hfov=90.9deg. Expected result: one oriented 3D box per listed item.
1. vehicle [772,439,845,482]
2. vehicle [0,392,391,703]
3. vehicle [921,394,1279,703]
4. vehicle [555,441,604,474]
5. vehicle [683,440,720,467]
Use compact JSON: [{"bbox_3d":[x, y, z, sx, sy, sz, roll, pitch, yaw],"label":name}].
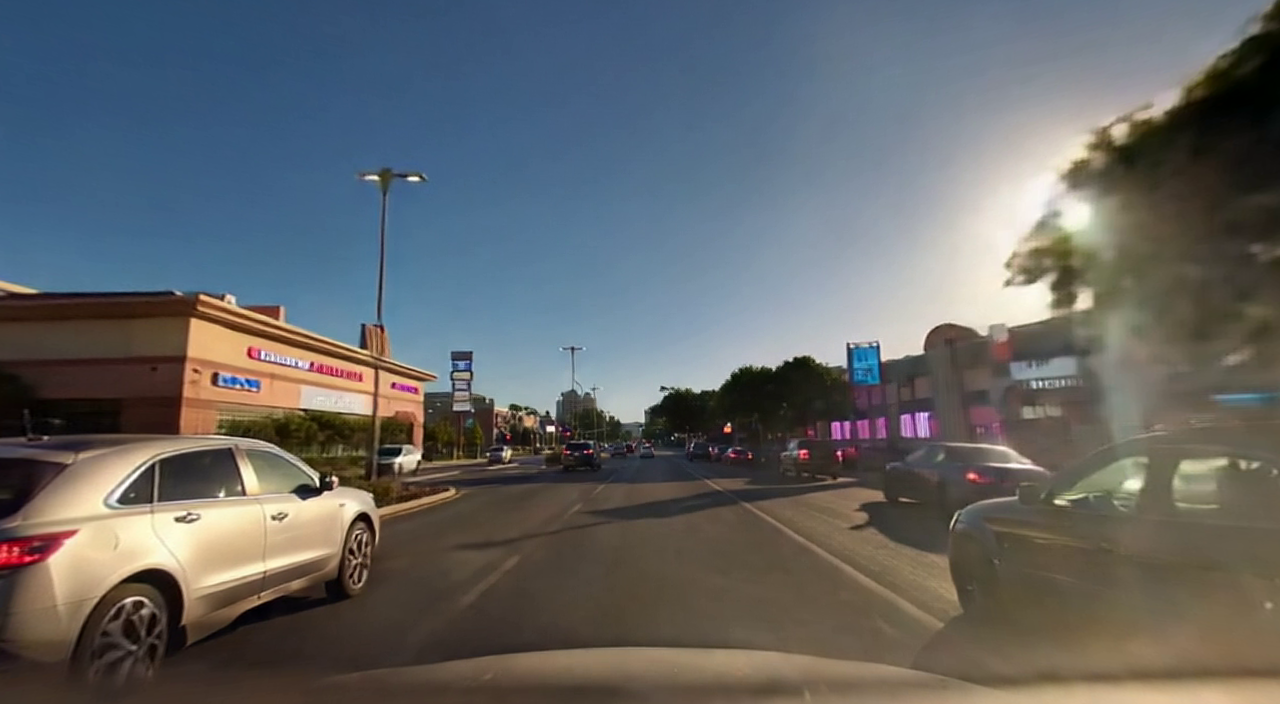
[{"bbox_3d":[7.550,4.894,28.759,2.003,1.789,4.718,0,-8,-1],"label":"vehicle"},{"bbox_3d":[-3.557,1.086,3.621,2.155,1.504,4.776,0,-8,2],"label":"vehicle"},{"bbox_3d":[3.341,1.003,2.932,1.981,1.499,4.536,0,-8,0],"label":"vehicle"},{"bbox_3d":[-2.938,5.210,31.326,1.917,1.511,4.436,0,-8,1],"label":"vehicle"},{"bbox_3d":[4.137,6.878,42.919,2.007,1.683,4.171,0,-8,-1],"label":"vehicle"}]
